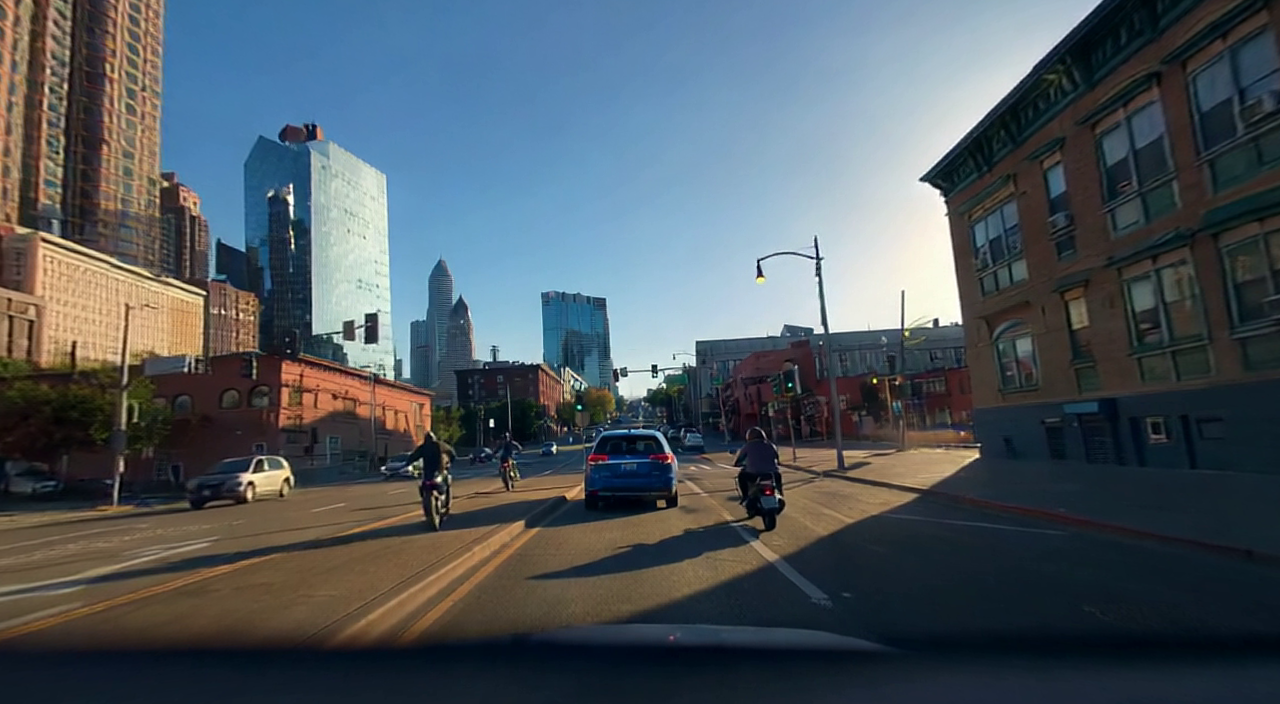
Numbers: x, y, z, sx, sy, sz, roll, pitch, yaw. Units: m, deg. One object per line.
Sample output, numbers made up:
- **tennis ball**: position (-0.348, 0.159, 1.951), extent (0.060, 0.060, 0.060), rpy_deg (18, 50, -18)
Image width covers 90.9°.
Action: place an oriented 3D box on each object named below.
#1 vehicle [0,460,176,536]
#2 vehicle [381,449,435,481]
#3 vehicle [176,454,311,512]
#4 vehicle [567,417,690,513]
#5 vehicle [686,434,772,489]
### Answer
- **vehicle**: position (-17.704, 4.446, 19.919), extent (2.134, 1.915, 5.317), rpy_deg (0, -9, -2)
- **vehicle**: position (-14.078, 6.847, 38.454), extent (1.871, 1.786, 4.386), rpy_deg (0, -9, -4)
- **vehicle**: position (-13.814, 4.530, 22.372), extent (1.926, 1.732, 4.635), rpy_deg (0, -8, -3)
- **vehicle**: position (-0.203, 2.403, 13.776), extent (2.265, 1.748, 4.130), rpy_deg (0, -8, 0)
- **vehicle**: position (2.651, 3.413, 19.958), extent (2.101, 1.507, 4.355), rpy_deg (0, -8, 0)
